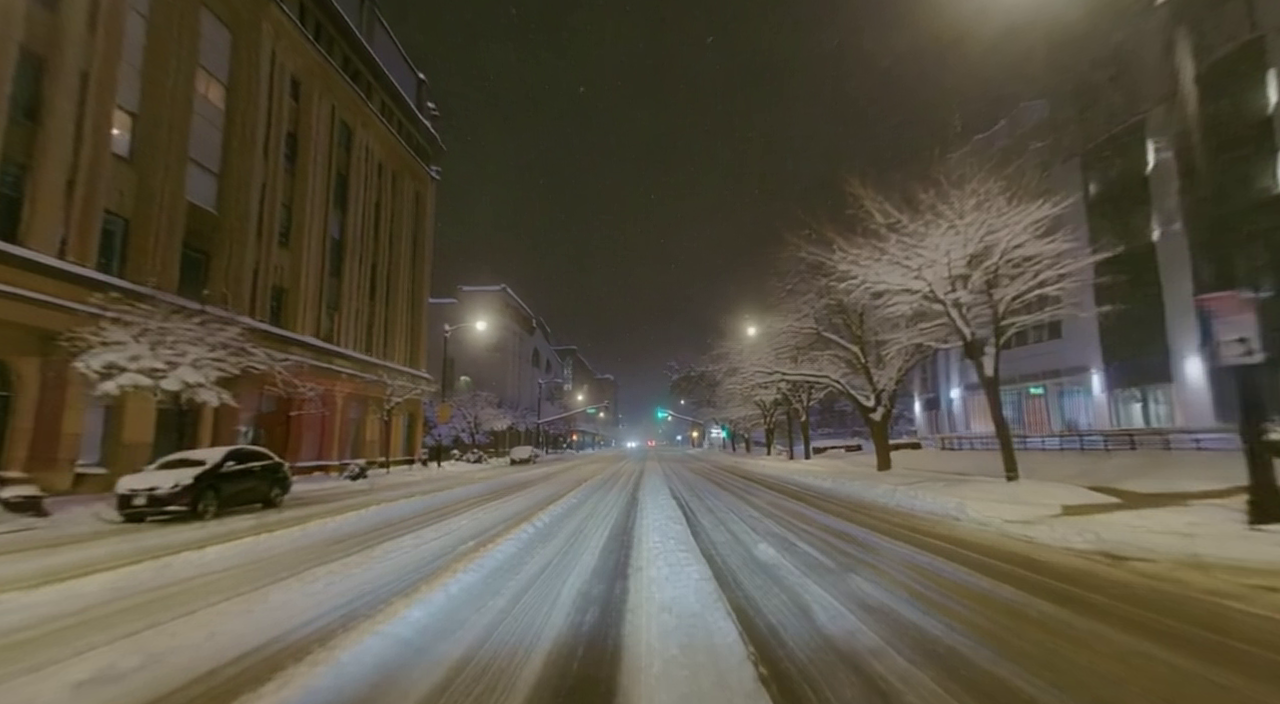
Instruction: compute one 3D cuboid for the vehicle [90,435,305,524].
[{"bbox_3d":[-10.781,3.063,15.944,2.060,1.796,4.675,-1,-7,0],"label":"vehicle"}]
